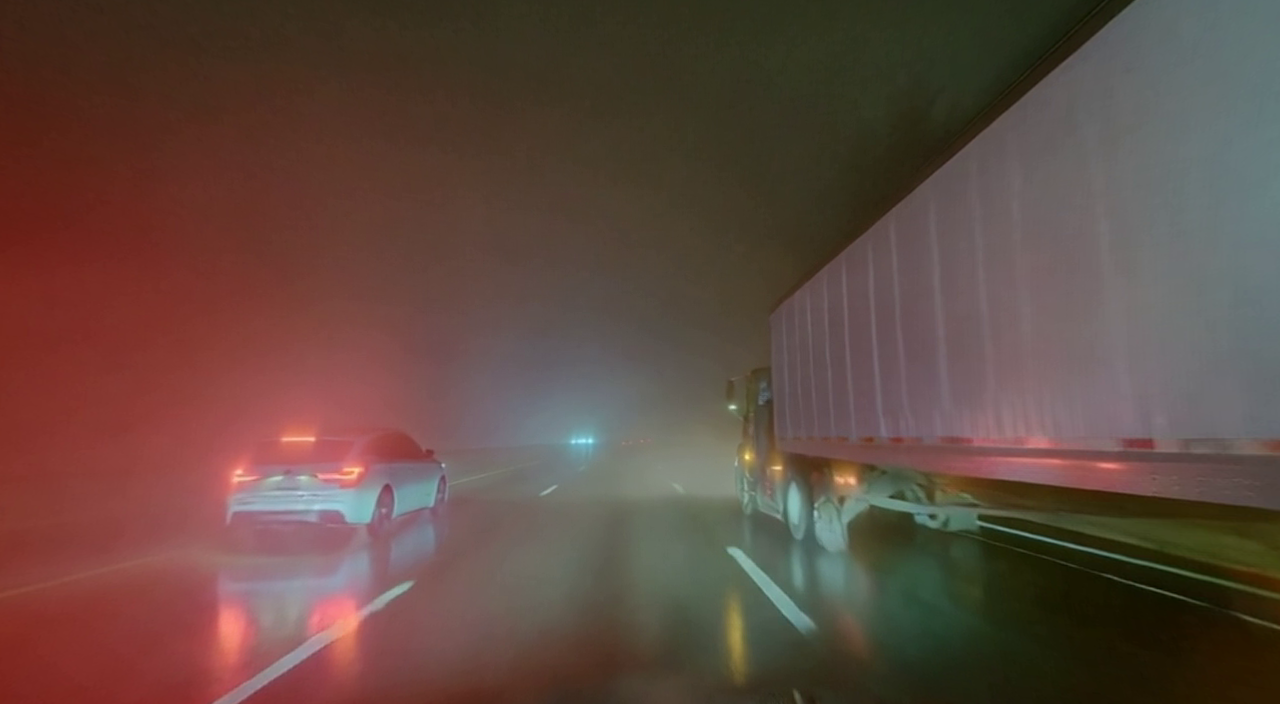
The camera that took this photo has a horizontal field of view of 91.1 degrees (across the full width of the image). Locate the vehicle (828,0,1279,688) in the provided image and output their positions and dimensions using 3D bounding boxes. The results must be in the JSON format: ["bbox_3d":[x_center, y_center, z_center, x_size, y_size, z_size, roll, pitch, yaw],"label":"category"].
[{"bbox_3d":[4.061,-0.689,1.743,2.850,3.894,13.987,0,-7,0],"label":"vehicle"}]

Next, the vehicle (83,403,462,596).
[{"bbox_3d":[-3.830,1.582,7.755,2.063,1.661,4.439,0,-8,-1],"label":"vehicle"}]
